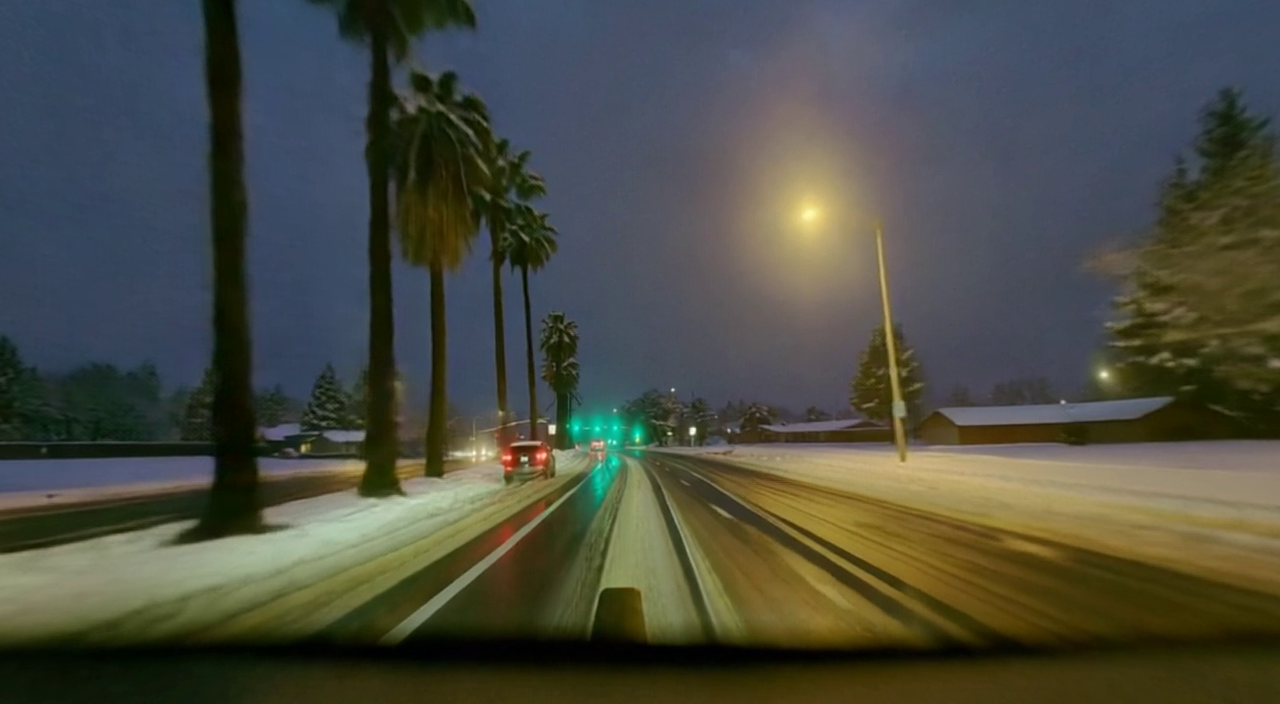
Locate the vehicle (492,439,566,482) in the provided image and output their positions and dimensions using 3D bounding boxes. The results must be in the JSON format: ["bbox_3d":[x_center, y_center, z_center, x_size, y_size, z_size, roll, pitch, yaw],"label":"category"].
[{"bbox_3d":[-4.153,4.142,24.455,2.108,1.475,4.555,0,-8,-1],"label":"vehicle"}]
